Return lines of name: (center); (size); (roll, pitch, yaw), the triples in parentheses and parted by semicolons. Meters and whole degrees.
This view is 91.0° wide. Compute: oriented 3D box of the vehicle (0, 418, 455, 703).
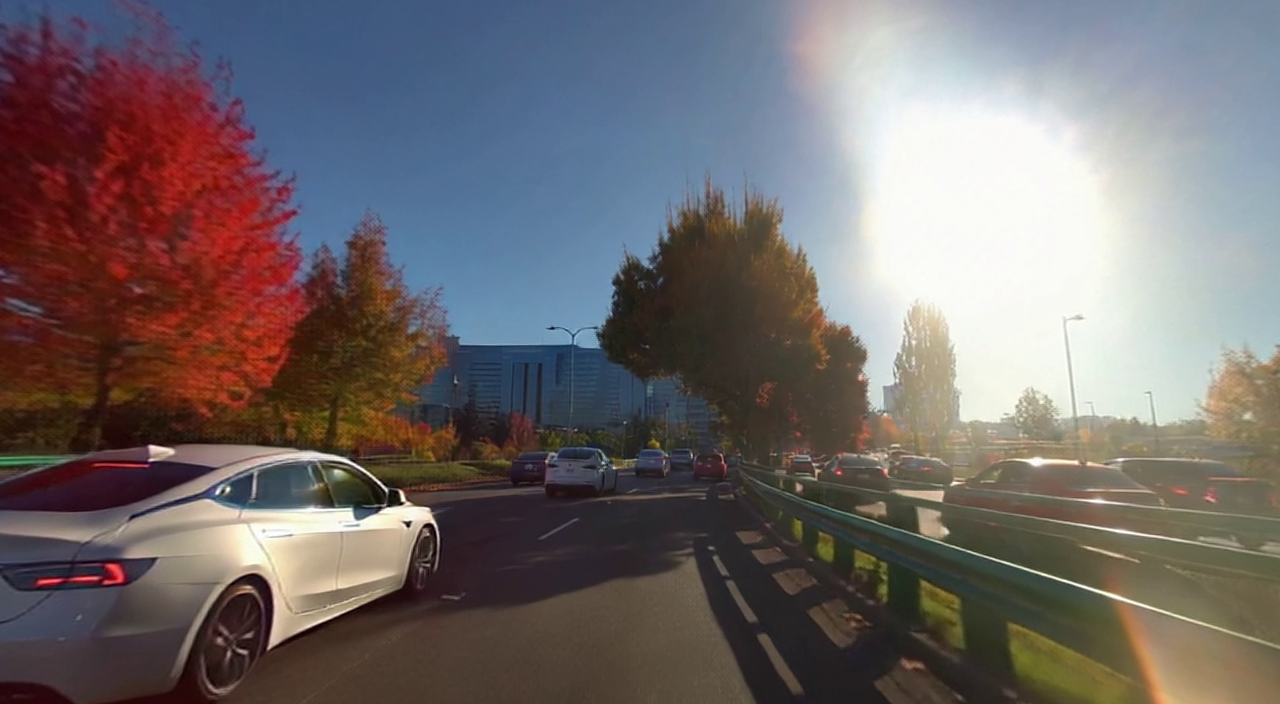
vehicle: (-3.159, 1.367, 4.948); (1.921, 1.503, 4.317); (0, -9, 2)

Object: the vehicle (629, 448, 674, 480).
vehicle: (0.716, 6.336, 35.955); (1.930, 1.635, 4.260); (-1, -9, 9)

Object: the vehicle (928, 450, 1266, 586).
vehicle: (6.431, 2.309, 9.786); (1.869, 1.516, 4.753); (0, -9, 3)

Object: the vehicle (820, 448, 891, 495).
vehicle: (8.335, 4.617, 24.754); (1.768, 1.634, 4.064); (0, -9, 6)

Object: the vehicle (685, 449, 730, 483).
vehicle: (3.446, 5.648, 31.535); (2.015, 1.506, 4.276); (-1, -9, 9)

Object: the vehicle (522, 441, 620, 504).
vehicle: (-1.954, 3.595, 19.336); (1.979, 1.663, 4.513); (-1, -9, 7)

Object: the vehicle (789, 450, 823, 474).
vehicle: (12.099, 7.982, 46.034); (1.890, 1.610, 4.045); (-1, -9, 8)
